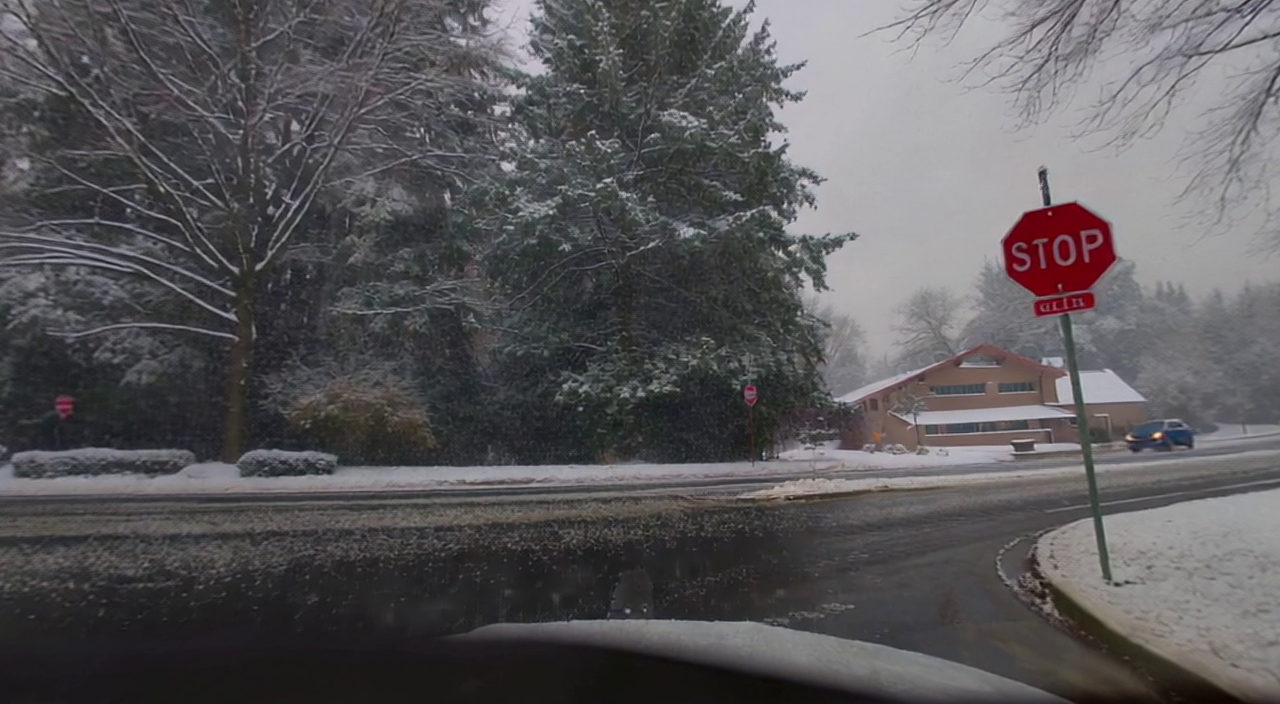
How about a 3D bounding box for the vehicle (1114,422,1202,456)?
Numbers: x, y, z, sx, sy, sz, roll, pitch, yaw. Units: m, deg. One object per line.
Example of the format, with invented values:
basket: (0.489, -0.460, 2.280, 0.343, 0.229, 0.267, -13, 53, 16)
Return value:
vehicle: (24.584, 4.156, 29.867, 4.473, 1.474, 2.108, 6, -10, -37)
